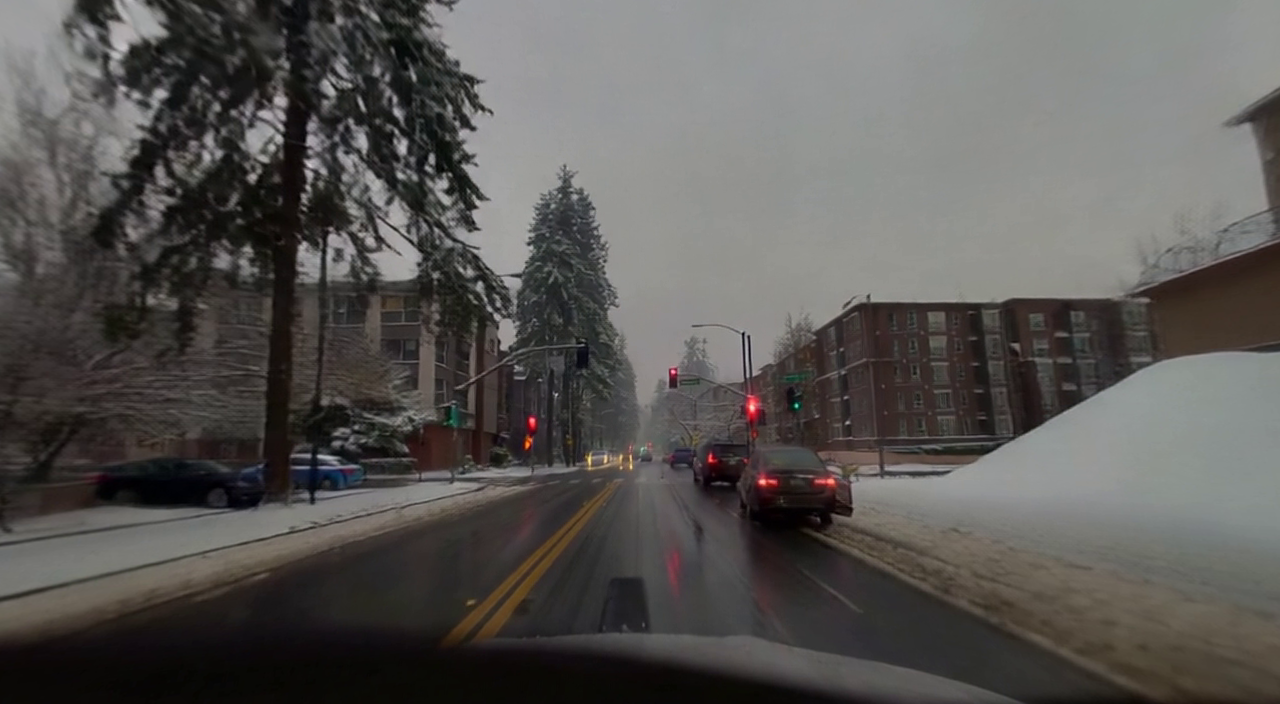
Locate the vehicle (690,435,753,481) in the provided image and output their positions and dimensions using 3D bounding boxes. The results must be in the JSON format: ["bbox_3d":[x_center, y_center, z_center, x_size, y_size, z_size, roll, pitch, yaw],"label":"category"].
[{"bbox_3d":[3.546,4.708,28.344,2.199,1.872,4.513,0,-8,0],"label":"vehicle"}]

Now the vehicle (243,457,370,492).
[{"bbox_3d":[-15.265,5.621,29.013,4.727,1.483,2.002,-1,-8,3],"label":"vehicle"}]

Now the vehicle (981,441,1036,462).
[{"bbox_3d":[28.741,7.746,49.260,1.698,1.477,3.735,-2,-9,-7],"label":"vehicle"}]

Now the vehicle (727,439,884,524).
[{"bbox_3d":[3.275,2.669,13.630,2.078,1.488,4.741,0,-8,-1],"label":"vehicle"}]

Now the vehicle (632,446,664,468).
[{"bbox_3d":[0.523,7.369,44.340,2.097,1.463,4.043,0,-8,0],"label":"vehicle"}]
